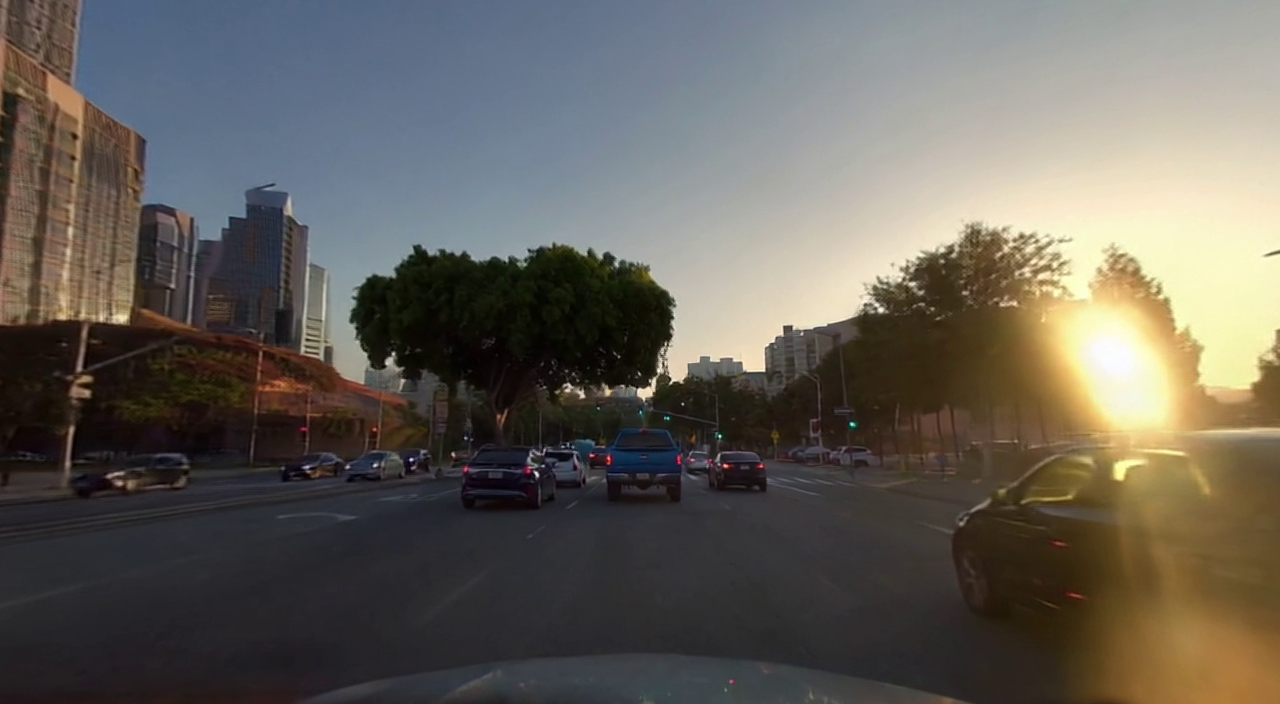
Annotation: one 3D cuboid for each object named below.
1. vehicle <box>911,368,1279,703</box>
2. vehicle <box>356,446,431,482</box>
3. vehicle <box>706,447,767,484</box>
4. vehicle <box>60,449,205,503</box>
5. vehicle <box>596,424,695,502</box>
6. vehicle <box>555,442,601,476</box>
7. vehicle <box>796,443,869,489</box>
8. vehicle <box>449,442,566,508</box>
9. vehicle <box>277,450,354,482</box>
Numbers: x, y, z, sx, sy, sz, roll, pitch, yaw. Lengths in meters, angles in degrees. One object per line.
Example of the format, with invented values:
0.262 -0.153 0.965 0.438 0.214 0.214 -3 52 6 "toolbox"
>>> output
3.419 1.051 3.535 1.955 1.628 4.152 0 -9 1 "vehicle"
-12.284 5.578 31.720 2.054 1.662 4.384 0 -9 -1 "vehicle"
4.154 4.925 27.756 1.968 1.472 4.456 0 -9 0 "vehicle"
-17.552 4.254 22.125 1.985 1.642 4.081 1 -9 -7 "vehicle"
0.120 3.200 18.562 2.493 1.934 4.957 0 -9 0 "vehicle"
-3.273 5.748 33.998 2.018 1.700 4.142 0 -9 0 "vehicle"
8.831 5.218 29.267 2.126 1.820 4.521 2 -8 2 "vehicle"
-3.252 3.126 16.517 1.986 1.465 4.509 -1 -9 2 "vehicle"
-18.482 6.475 36.117 2.025 1.625 4.527 0 -9 -1 "vehicle"
